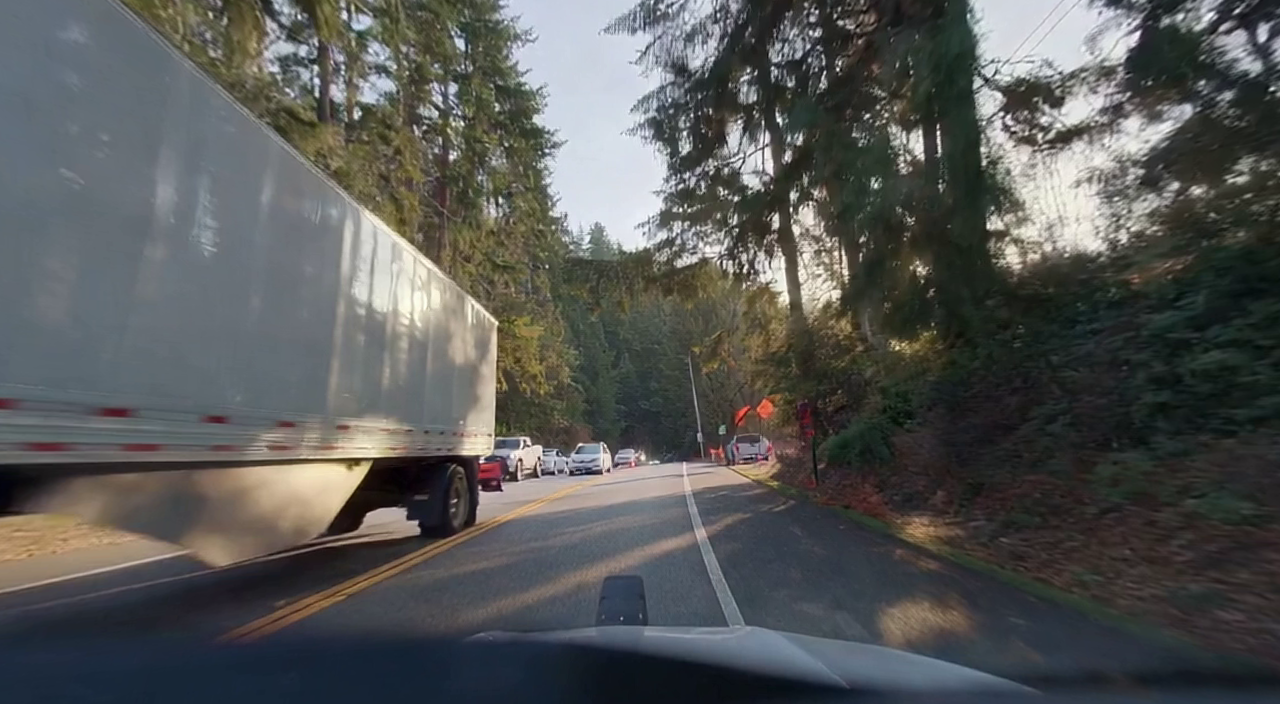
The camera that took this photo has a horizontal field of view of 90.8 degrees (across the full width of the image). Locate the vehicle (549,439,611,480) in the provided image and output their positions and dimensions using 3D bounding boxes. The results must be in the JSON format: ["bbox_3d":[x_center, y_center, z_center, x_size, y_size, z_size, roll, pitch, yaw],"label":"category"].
[{"bbox_3d":[-2.825,5.215,30.966,2.177,1.803,4.690,-1,-8,5],"label":"vehicle"}]

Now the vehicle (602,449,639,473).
[{"bbox_3d":[-1.317,7.495,43.758,1.981,1.410,4.162,-4,-9,5],"label":"vehicle"}]

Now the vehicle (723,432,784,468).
[{"bbox_3d":[7.014,6.194,40.017,2.845,2.053,6.457,0,-8,2],"label":"vehicle"}]

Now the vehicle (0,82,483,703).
[{"bbox_3d":[-4.109,0.752,5.480,3.158,2.808,8.423,0,-8,1],"label":"vehicle"}]
